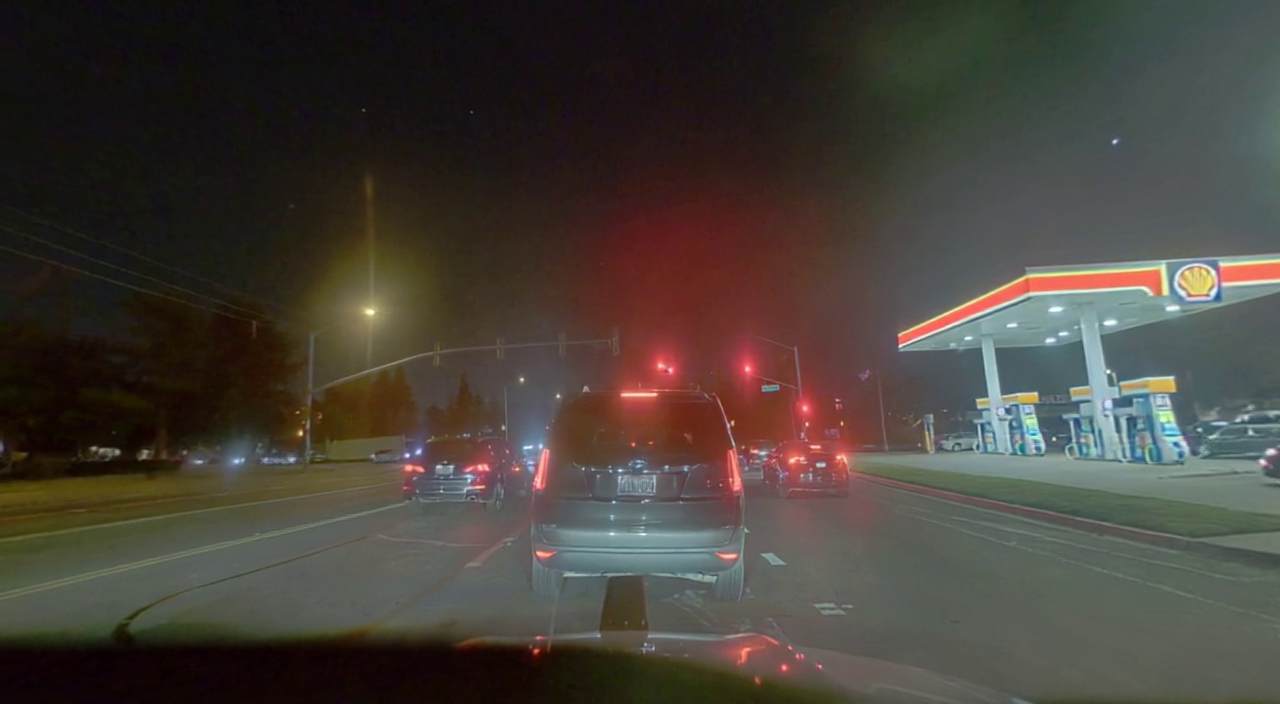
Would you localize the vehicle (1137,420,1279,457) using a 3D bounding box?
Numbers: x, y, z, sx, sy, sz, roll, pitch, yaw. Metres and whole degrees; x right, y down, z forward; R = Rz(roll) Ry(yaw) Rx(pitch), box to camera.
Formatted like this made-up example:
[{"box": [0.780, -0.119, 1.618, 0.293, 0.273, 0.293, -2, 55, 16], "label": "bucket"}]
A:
[{"box": [25.956, 3.964, 28.776, 4.551, 1.616, 1.973, -2, -9, 11], "label": "vehicle"}]

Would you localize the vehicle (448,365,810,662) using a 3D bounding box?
[{"box": [0.011, 1.316, 6.134, 2.236, 1.819, 4.291, -1, -9, 2], "label": "vehicle"}]

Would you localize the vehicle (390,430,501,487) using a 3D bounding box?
[{"box": [-6.646, 3.710, 22.178, 2.065, 1.753, 4.525, -1, -9, 6], "label": "vehicle"}]
